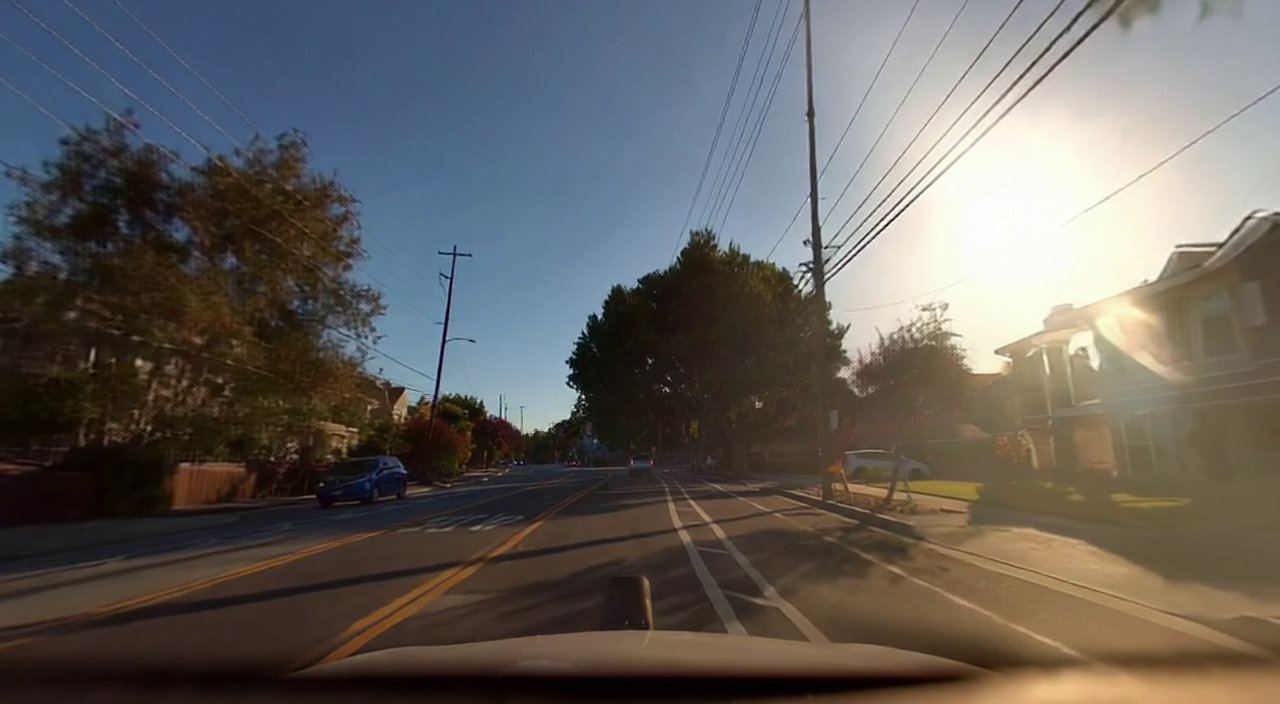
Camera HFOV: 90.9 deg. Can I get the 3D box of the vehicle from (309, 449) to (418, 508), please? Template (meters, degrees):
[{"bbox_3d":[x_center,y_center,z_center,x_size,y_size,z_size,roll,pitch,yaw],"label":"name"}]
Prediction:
[{"bbox_3d":[-10.974,5.008,25.532,1.998,2.047,5.167,0,-8,1],"label":"vehicle"}]

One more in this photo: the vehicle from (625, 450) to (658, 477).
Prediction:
[{"bbox_3d":[0.132,8.213,46.835,2.284,1.741,4.702,2,-8,1],"label":"vehicle"}]

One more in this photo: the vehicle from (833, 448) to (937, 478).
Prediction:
[{"bbox_3d":[12.788,5.815,33.092,4.648,1.511,1.919,0,-8,-2],"label":"vehicle"}]
